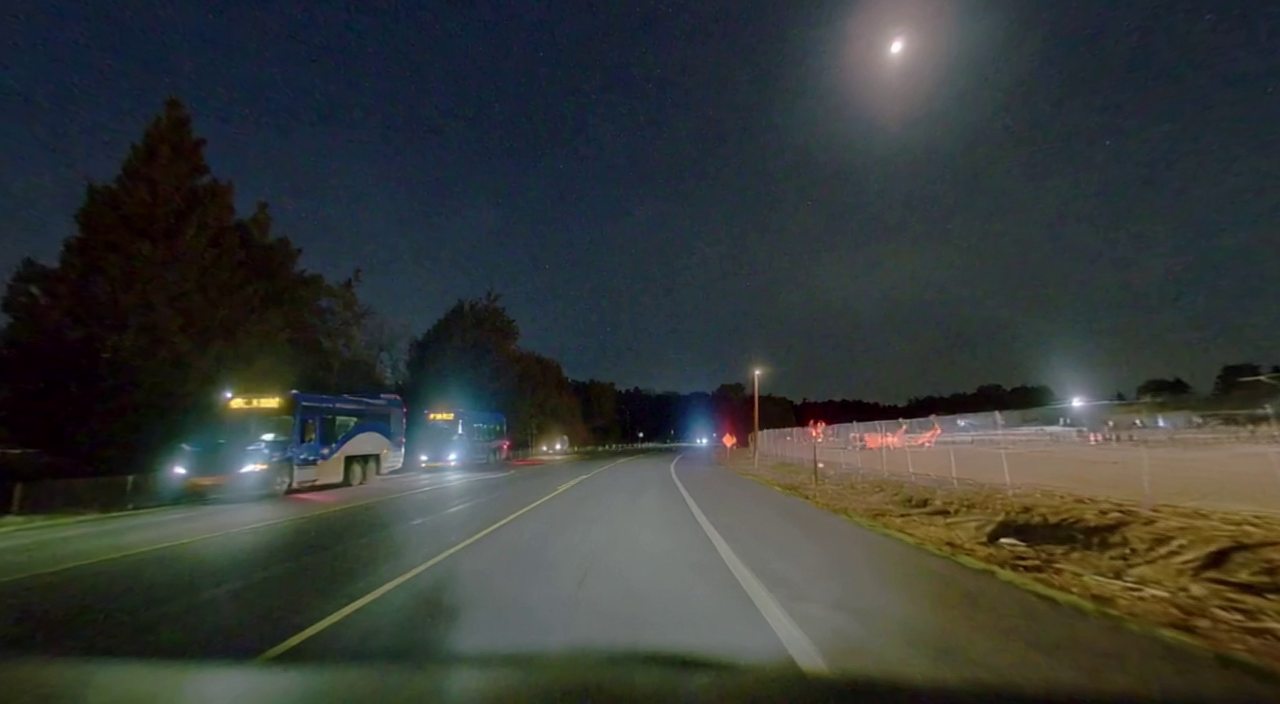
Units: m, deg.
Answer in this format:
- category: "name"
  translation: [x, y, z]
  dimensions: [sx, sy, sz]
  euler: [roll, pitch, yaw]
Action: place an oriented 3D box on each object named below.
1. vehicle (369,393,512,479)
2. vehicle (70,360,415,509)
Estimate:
- category: "vehicle"
  translation: [-9.999, 4.462, 33.749]
  dimensions: [3.092, 3.562, 12.230]
  euler: [-3, -8, 3]
- category: "vehicle"
  translation: [-10.687, 2.544, 19.009]
  dimensions: [3.057, 3.290, 9.617]
  euler: [-1, -9, 8]
